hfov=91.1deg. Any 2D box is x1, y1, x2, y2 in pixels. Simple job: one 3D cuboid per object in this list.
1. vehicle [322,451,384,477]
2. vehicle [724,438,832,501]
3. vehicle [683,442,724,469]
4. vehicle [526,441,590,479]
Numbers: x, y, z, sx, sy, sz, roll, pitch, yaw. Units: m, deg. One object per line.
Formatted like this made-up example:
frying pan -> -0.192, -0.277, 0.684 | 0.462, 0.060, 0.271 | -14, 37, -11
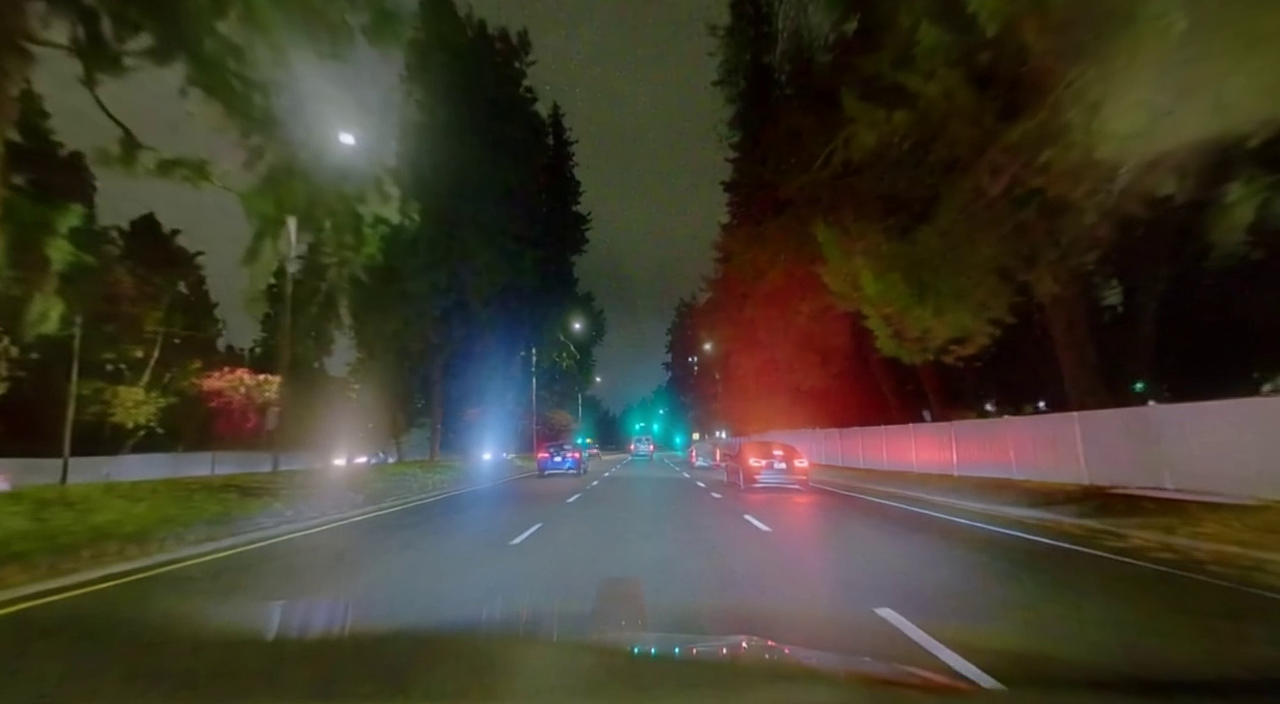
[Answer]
vehicle -> -18.070, 7.058, 39.768 | 1.815, 1.459, 4.547 | 0, -8, 0
vehicle -> 3.551, 3.103, 17.051 | 1.945, 1.469, 4.258 | 0, -8, 0
vehicle -> 3.749, 6.199, 37.749 | 1.905, 1.520, 4.340 | 0, -8, -1
vehicle -> -3.393, 4.560, 26.859 | 2.036, 1.474, 4.647 | 0, -8, 1
